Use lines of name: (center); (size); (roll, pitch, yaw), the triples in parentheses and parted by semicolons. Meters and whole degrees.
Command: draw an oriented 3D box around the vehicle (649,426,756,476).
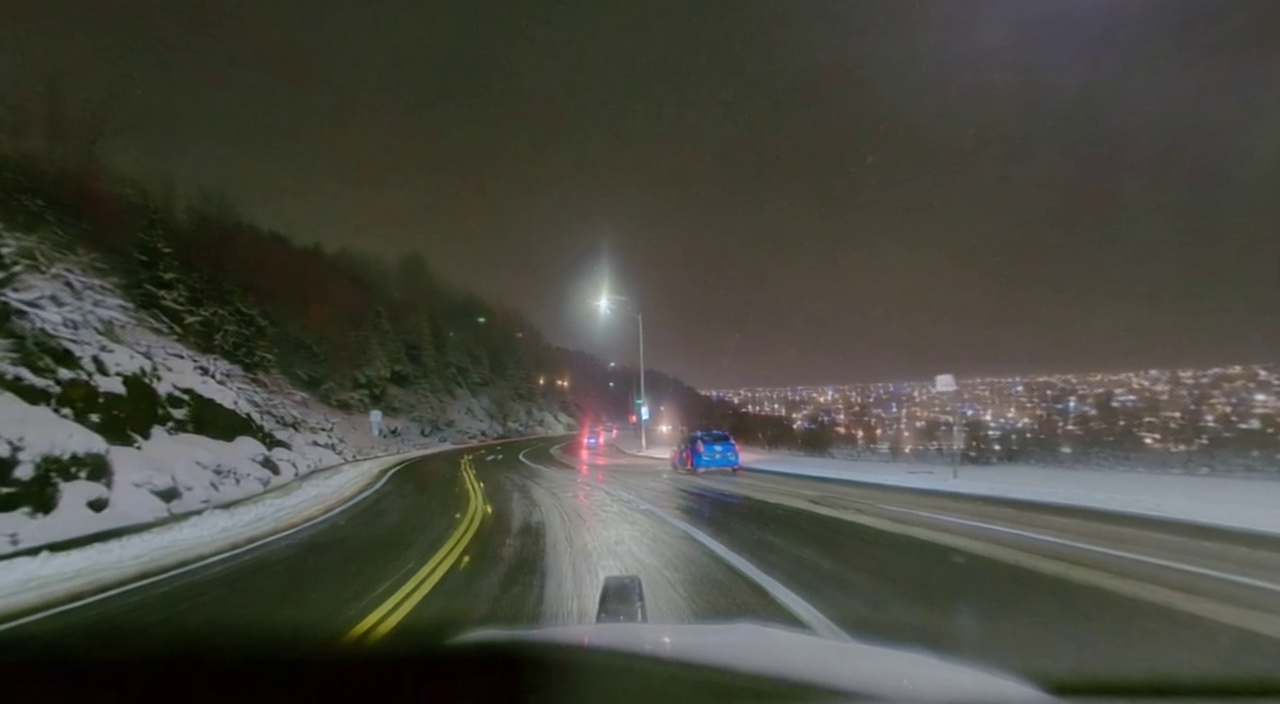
vehicle: (2.452, 3.693, 23.682); (2.064, 1.667, 4.453); (-6, -10, 34)
